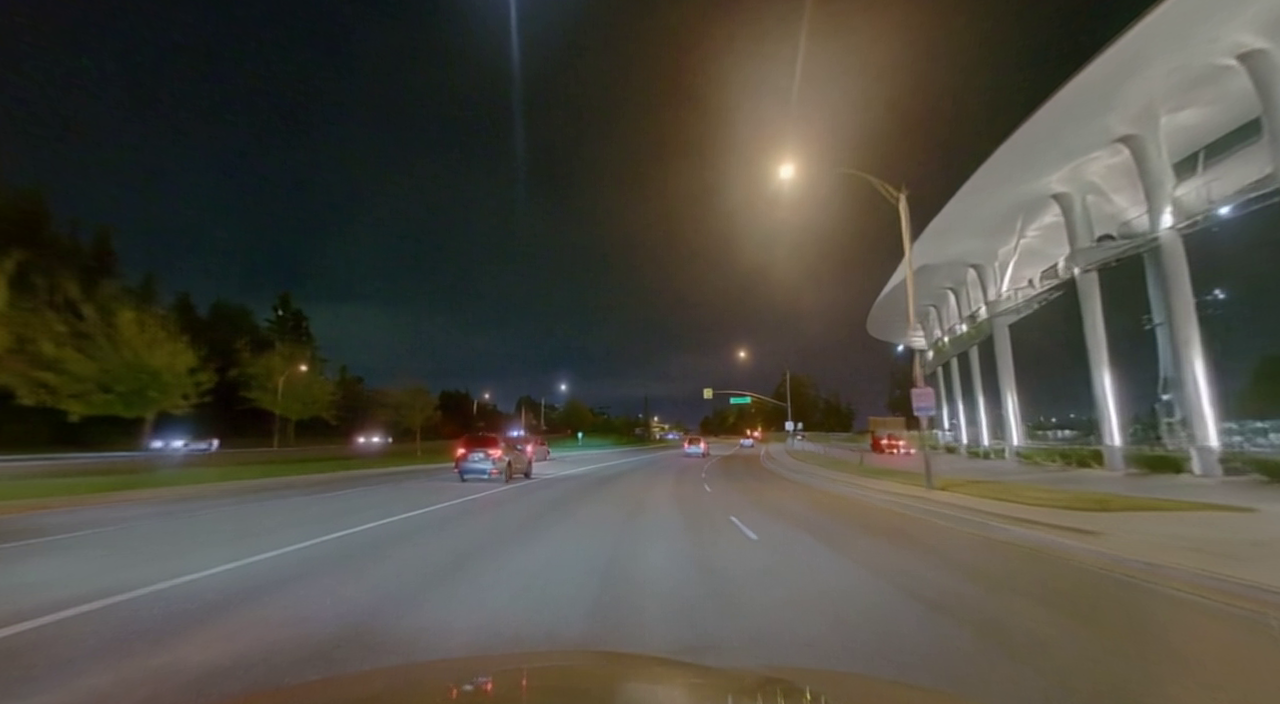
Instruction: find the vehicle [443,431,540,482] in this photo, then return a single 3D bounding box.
[{"bbox_3d":[-5.405,3.882,23.680,2.181,1.728,4.515,-1,-9,5],"label":"vehicle"}]
